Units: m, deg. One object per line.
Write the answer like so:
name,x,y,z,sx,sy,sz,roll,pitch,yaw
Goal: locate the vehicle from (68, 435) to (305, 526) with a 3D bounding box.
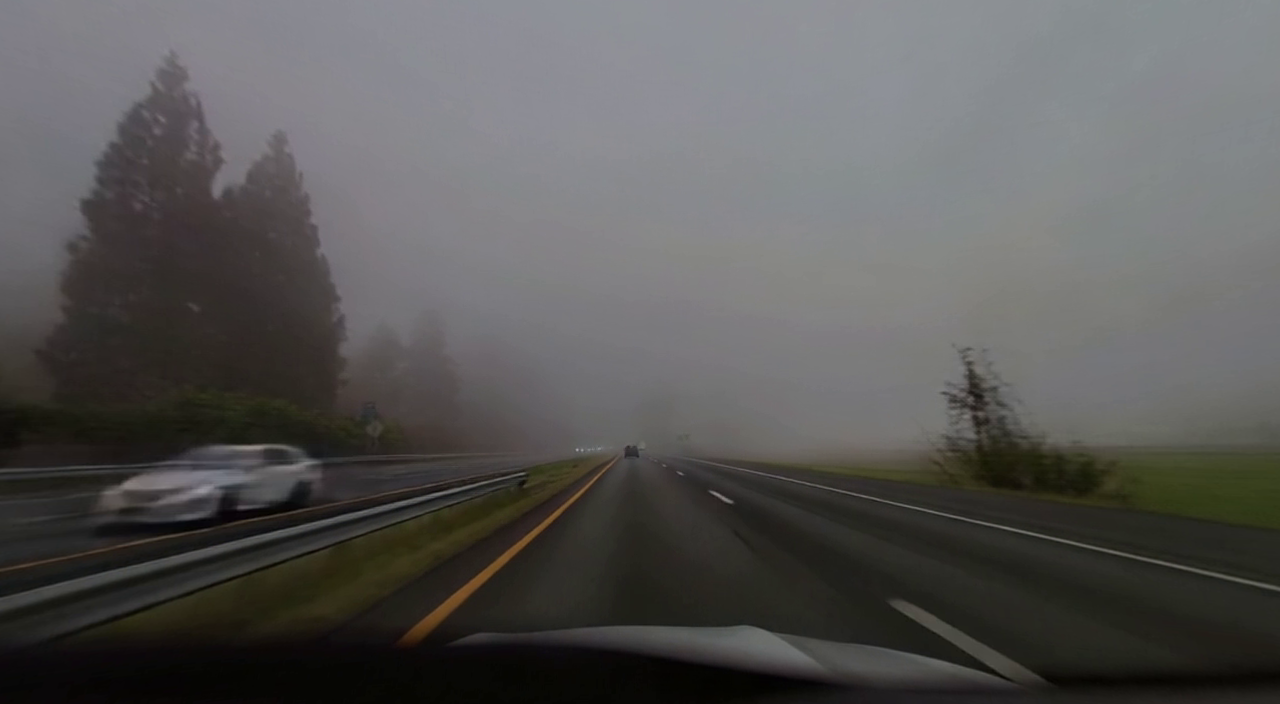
vehicle,-8.215,2.338,11.906,1.739,1.432,3.639,0,-9,0
